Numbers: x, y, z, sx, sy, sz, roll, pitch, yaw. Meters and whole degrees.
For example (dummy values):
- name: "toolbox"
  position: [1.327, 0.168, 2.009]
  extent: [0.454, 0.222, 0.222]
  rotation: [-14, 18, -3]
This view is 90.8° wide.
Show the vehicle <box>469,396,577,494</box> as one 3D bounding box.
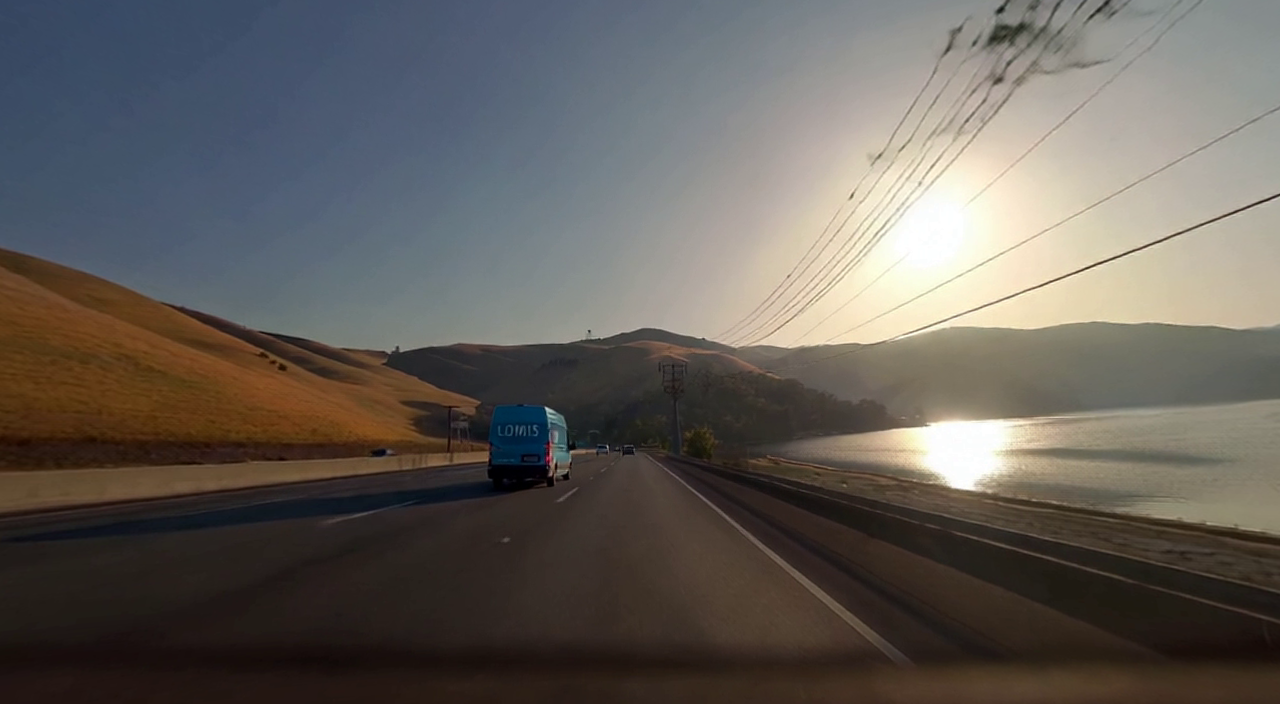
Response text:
- name: "vehicle"
  position: [-3.654, 3.114, 21.279]
  extent: [2.331, 2.757, 6.581]
  rotation: [0, -8, 0]
